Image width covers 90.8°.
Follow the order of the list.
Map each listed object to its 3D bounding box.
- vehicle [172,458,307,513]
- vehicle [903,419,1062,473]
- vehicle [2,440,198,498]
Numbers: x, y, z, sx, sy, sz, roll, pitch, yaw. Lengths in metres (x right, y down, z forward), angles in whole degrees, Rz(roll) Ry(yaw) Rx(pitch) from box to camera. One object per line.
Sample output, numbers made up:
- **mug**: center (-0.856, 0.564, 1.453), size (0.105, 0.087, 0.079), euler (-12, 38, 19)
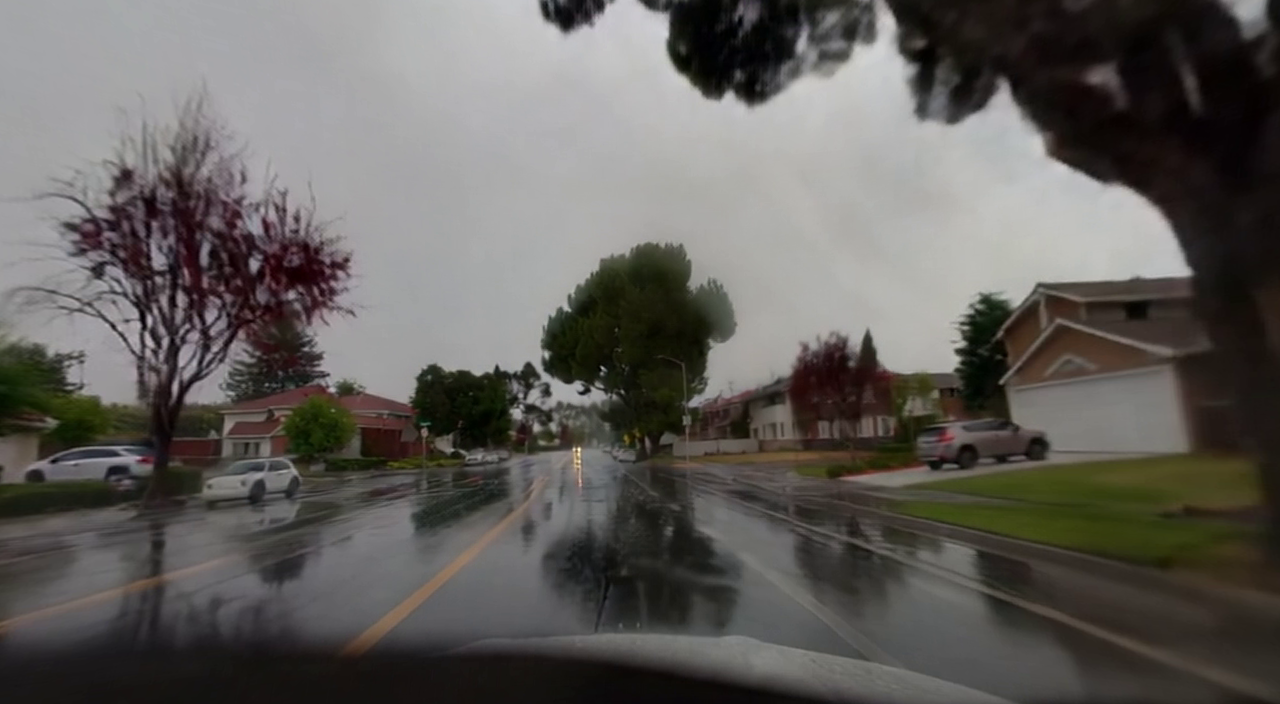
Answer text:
- **vehicle**: center (-12.802, 4.238, 20.555), size (1.870, 1.451, 4.140), euler (0, -8, -4)
- **vehicle**: center (11.150, 3.065, 20.679), size (4.216, 1.634, 1.999), euler (2, -9, -15)
- **vehicle**: center (-20.821, 4.511, 24.575), size (5.560, 1.892, 2.099), euler (-2, -9, -2)
